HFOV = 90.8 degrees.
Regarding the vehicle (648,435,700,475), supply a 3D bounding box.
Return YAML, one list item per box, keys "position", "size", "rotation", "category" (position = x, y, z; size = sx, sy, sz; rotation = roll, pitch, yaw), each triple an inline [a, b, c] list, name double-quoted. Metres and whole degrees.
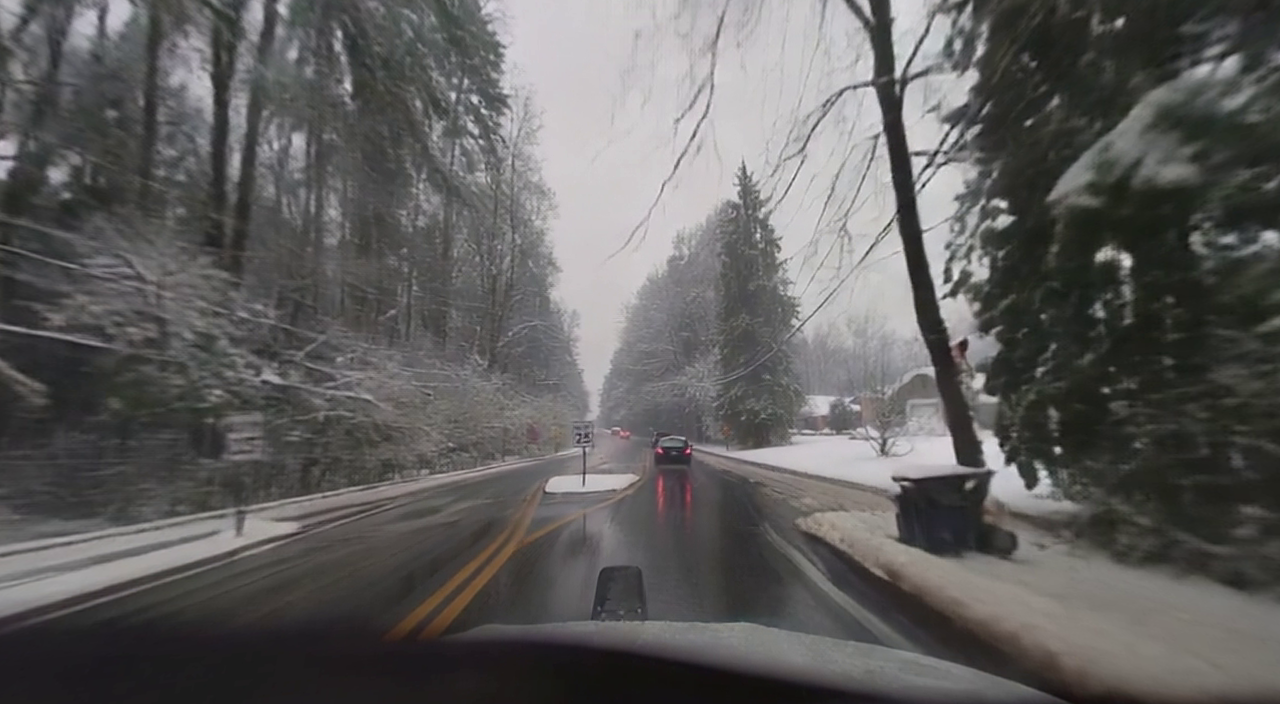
- position: [1.511, 4.764, 29.316]
  size: [2.216, 1.708, 4.110]
  rotation: [0, -9, 1]
  category: "vehicle"
